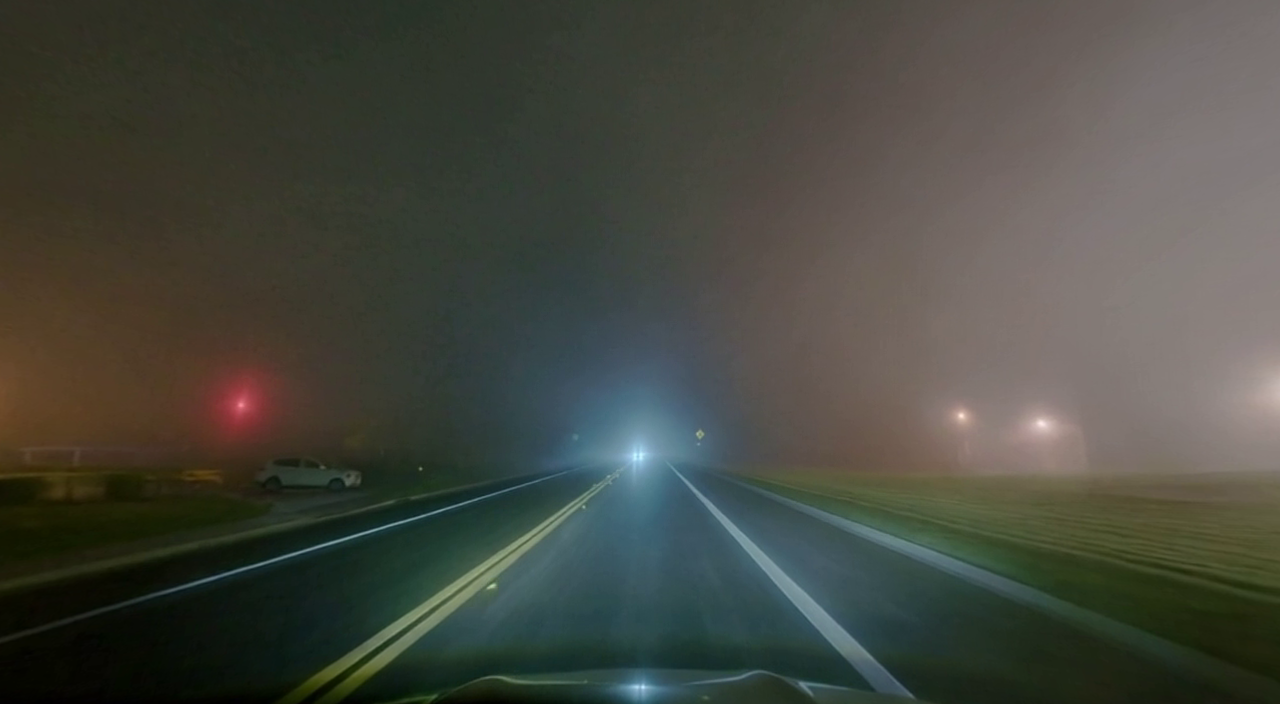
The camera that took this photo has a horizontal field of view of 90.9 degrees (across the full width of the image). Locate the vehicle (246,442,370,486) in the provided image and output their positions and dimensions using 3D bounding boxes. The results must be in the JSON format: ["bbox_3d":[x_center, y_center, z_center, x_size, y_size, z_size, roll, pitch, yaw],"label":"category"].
[{"bbox_3d":[-13.842,4.639,26.364,4.310,1.723,1.915,-2,-9,15],"label":"vehicle"}]
